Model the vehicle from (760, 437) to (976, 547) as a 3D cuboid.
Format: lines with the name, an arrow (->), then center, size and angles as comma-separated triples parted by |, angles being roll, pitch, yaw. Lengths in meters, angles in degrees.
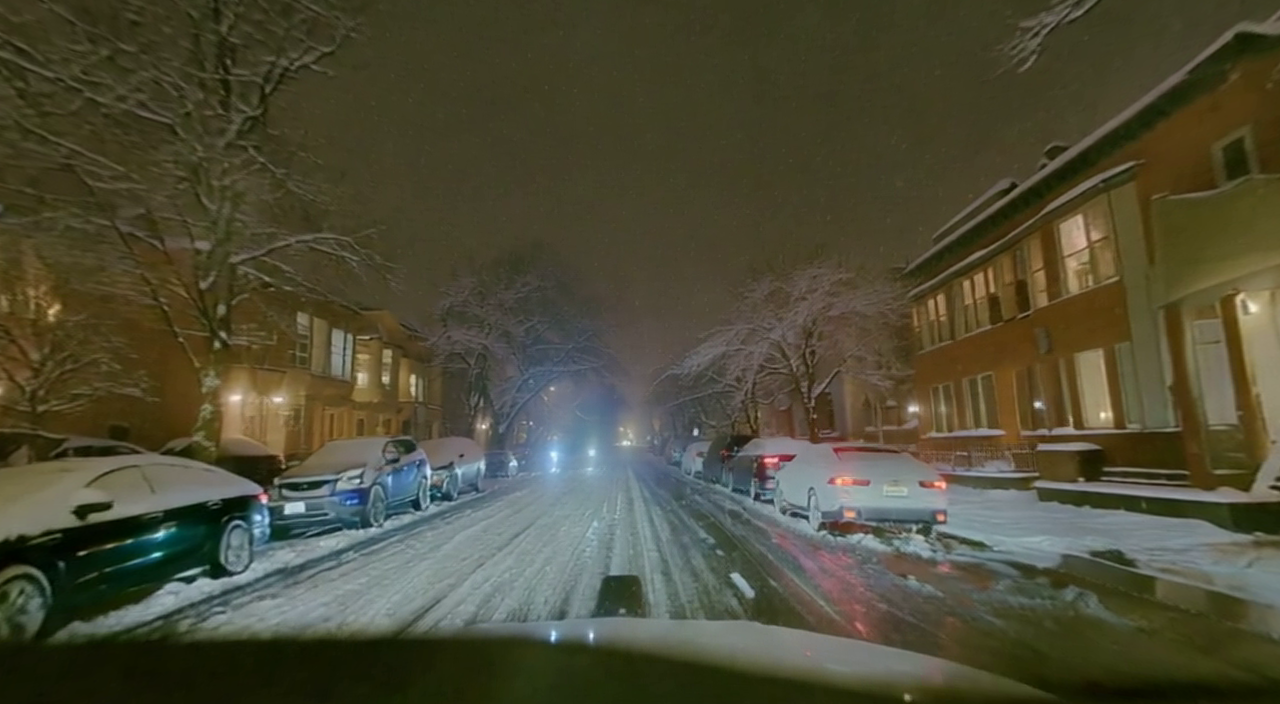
vehicle -> 3.537, 2.224, 10.795 | 1.813, 1.468, 4.267 | 1, -8, -5

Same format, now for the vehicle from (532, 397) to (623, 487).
vehicle -> -2.128, 3.412, 23.948 | 2.716, 2.887, 6.781 | 0, -8, 0

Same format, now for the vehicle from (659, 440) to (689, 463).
vehicle -> 2.573, 7.650, 48.528 | 1.878, 1.664, 4.033 | 0, -8, -3

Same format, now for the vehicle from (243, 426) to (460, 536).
vehicle -> -5.479, 2.499, 13.044 | 2.002, 1.781, 5.380 | 0, -8, -1

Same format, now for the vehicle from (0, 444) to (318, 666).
vehicle -> -5.216, 1.614, 5.951 | 1.861, 1.474, 4.749 | 0, -8, 0
